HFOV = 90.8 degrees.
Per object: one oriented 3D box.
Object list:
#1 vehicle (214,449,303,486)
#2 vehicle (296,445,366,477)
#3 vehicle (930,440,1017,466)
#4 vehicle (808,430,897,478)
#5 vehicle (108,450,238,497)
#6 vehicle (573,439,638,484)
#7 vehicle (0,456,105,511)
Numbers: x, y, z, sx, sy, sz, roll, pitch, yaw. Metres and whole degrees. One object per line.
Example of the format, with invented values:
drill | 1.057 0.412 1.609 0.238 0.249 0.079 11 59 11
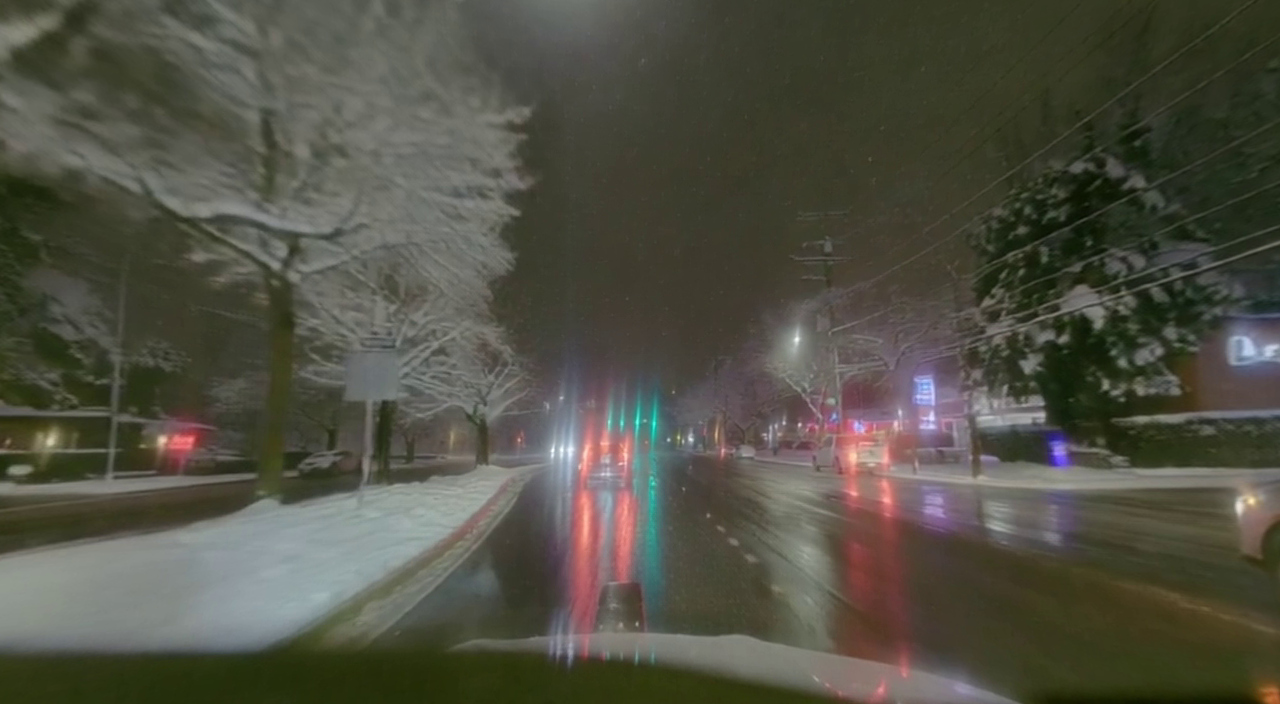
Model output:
vehicle | -19.332 5.810 32.258 1.905 1.698 4.408 0 -8 -2
vehicle | -19.035 6.730 39.218 2.027 1.831 4.644 0 -8 -1
vehicle | 19.499 5.881 36.979 4.212 1.436 1.919 -6 -10 34
vehicle | 10.261 4.950 31.084 2.266 2.118 5.742 0 -8 -1
vehicle | -19.112 4.941 26.168 1.896 1.620 4.542 -2 -8 1
vehicle | -1.272 3.949 23.141 2.185 1.473 3.925 0 -8 -4
vehicle | -19.265 3.925 18.887 2.083 1.481 5.103 0 -8 0
